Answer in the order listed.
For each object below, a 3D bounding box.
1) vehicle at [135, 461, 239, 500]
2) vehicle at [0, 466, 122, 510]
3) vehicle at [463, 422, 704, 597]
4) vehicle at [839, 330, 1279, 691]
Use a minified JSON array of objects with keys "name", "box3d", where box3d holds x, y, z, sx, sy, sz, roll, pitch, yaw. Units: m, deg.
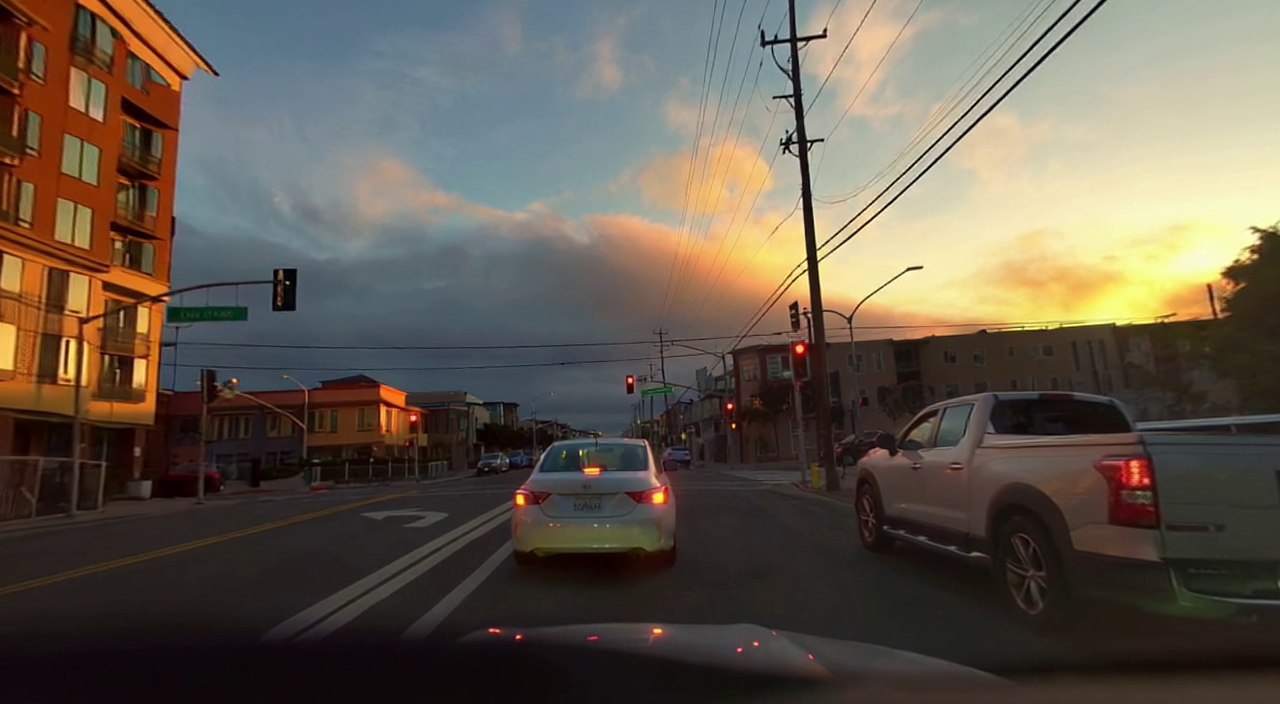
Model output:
[{"name":"vehicle","box3d":[-25.354,7.220,35.466,4.337,1.739,1.981,-5,-11,1]},{"name":"vehicle","box3d":[-24.779,5.773,26.914,3.891,1.538,1.698,-4,-11,0]},{"name":"vehicle","box3d":[-0.478,1.631,7.435,2.019,1.453,4.129,0,-8,0]},{"name":"vehicle","box3d":[3.835,1.202,5.974,2.248,1.945,5.011,0,-8,0]}]
